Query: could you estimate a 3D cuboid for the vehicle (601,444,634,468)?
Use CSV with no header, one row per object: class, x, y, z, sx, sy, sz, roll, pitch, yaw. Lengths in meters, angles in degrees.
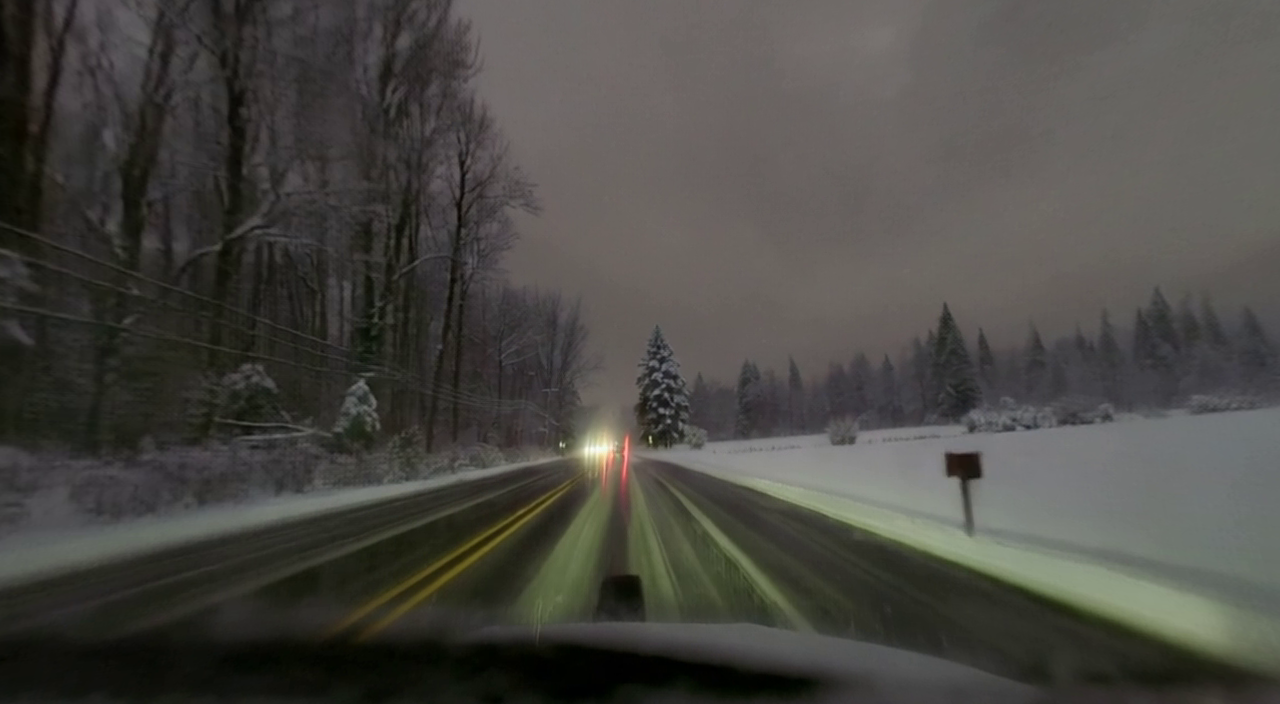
vehicle,-1.491,6.881,41.836,2.042,1.489,3.963,0,-8,-2
